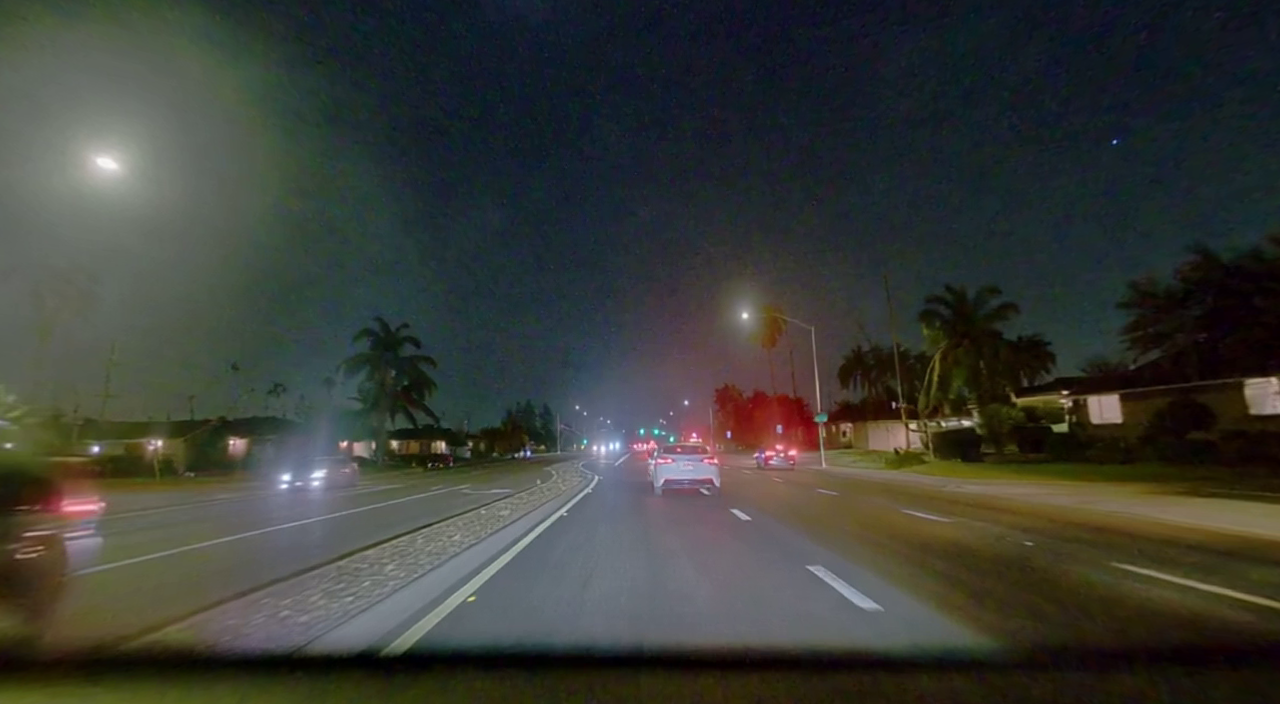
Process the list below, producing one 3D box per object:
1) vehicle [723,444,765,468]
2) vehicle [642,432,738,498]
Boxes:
[{"bbox_3d":[6.728,6.792,41.254,1.897,1.477,4.360,0,-9,-1],"label":"vehicle"},{"bbox_3d":[1.291,3.229,18.400,2.289,1.679,4.180,0,-9,-2],"label":"vehicle"}]
